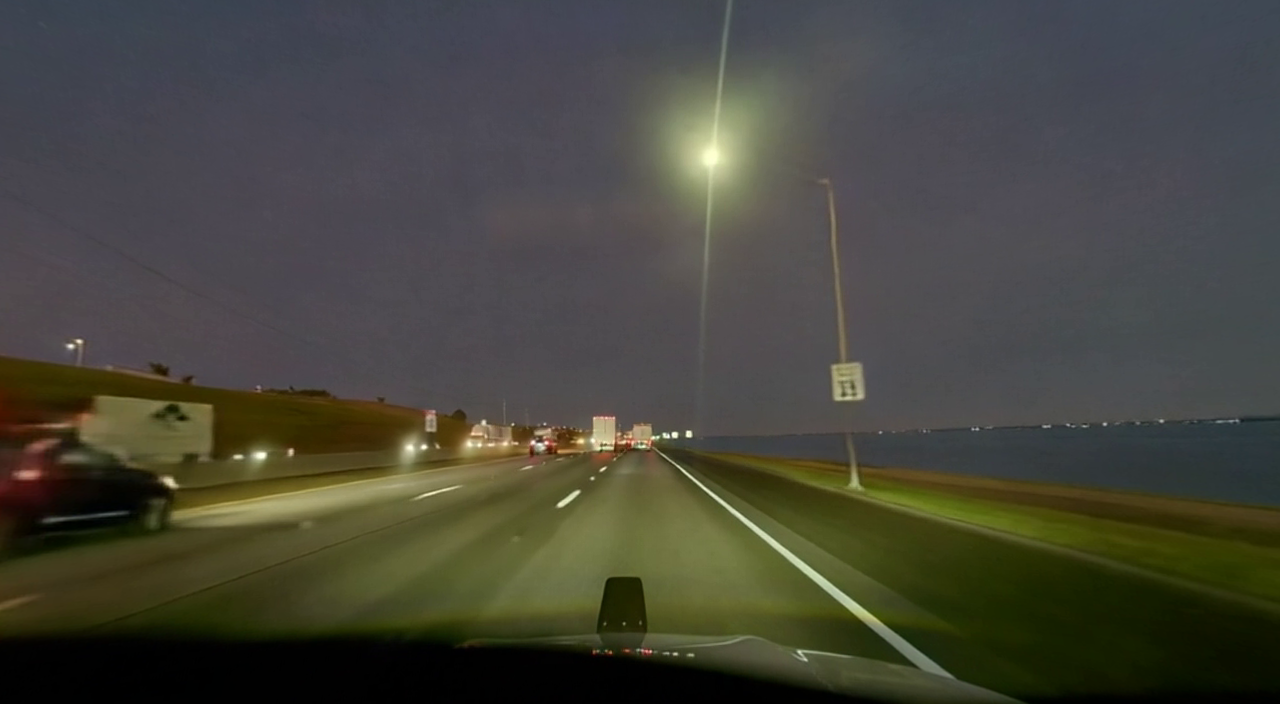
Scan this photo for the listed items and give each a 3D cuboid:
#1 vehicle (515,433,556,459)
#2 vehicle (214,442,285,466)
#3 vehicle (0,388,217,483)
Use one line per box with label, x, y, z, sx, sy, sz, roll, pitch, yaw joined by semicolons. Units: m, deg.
vehicle;-7.601;6.885;46.298;2.192;1.762;4.559;0;-8;1
vehicle;-25.817;6.745;41.889;1.863;1.488;4.434;0;-8;0
vehicle;-21.252;3.434;25.703;2.768;3.286;7.386;0;-8;1
